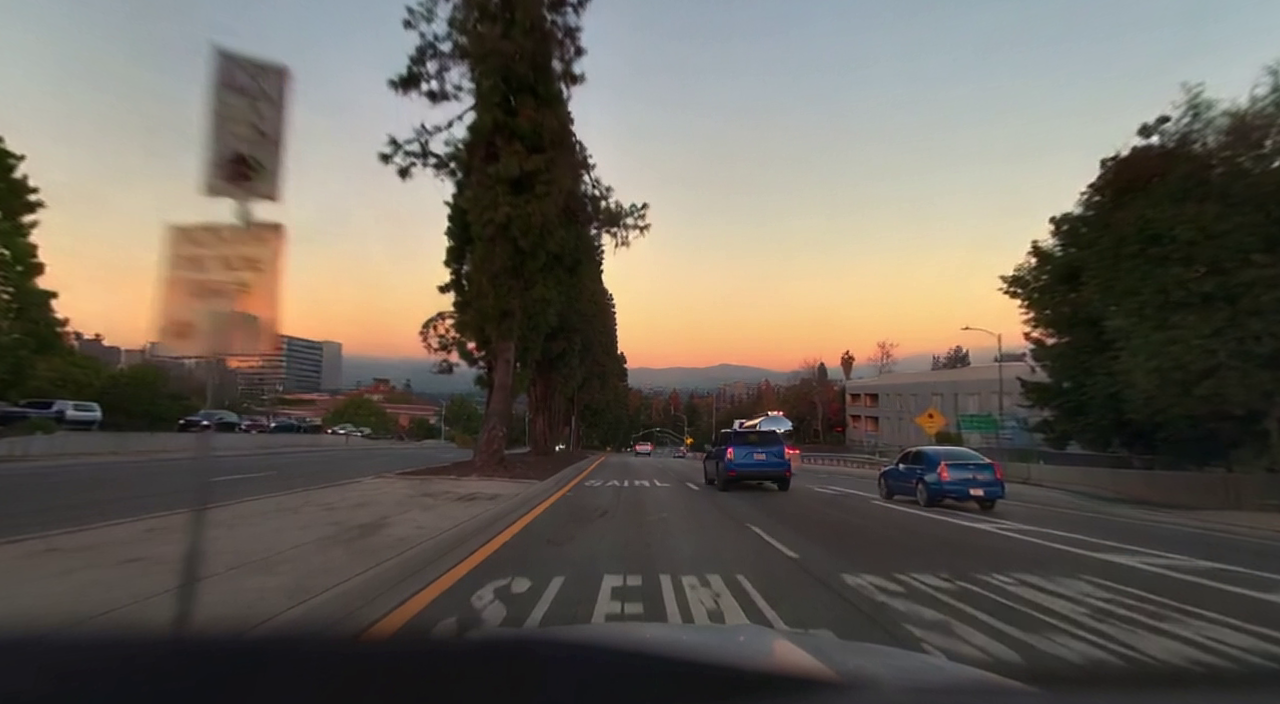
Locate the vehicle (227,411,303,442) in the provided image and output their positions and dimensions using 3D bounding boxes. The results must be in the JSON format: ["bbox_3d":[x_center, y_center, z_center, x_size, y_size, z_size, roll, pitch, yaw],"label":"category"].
[{"bbox_3d":[-28.974,5.759,48.726,4.573,1.751,2.109,6,-7,11],"label":"vehicle"}]

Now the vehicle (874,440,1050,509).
[{"bbox_3d":[7.834,2.983,15.914,1.966,1.476,4.270,1,-8,-4],"label":"vehicle"}]

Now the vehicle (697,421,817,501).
[{"bbox_3d":[2.755,2.700,16.022,2.045,1.729,4.532,0,-8,-1],"label":"vehicle"}]
